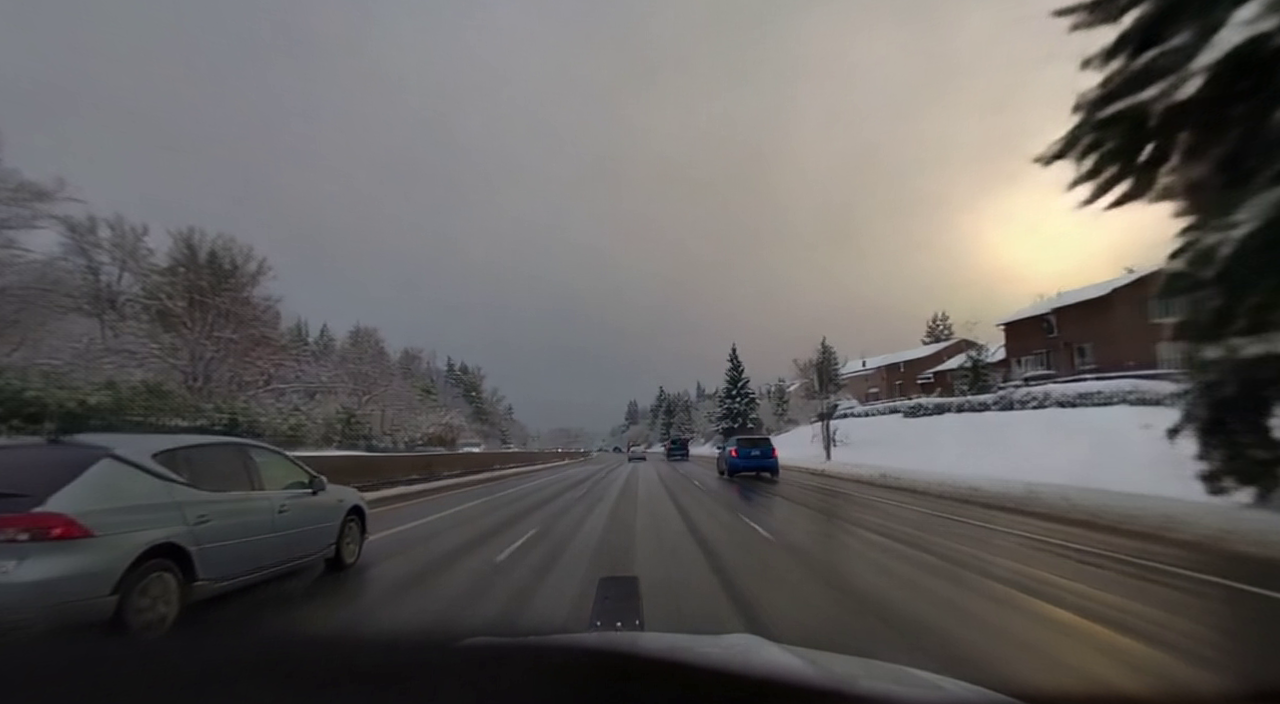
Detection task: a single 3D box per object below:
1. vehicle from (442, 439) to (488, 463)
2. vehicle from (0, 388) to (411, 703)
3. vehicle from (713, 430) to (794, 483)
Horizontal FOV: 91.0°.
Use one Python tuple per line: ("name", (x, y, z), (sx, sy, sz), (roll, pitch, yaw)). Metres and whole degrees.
("vehicle", (-11.555, 6.541, 41.801), (1.874, 1.499, 3.788), (0, -9, 0))
("vehicle", (-3.585, 1.233, 4.691), (2.036, 1.528, 4.400), (0, -9, 1))
("vehicle", (3.937, 3.723, 22.620), (2.092, 1.686, 4.188), (0, -9, -1))
